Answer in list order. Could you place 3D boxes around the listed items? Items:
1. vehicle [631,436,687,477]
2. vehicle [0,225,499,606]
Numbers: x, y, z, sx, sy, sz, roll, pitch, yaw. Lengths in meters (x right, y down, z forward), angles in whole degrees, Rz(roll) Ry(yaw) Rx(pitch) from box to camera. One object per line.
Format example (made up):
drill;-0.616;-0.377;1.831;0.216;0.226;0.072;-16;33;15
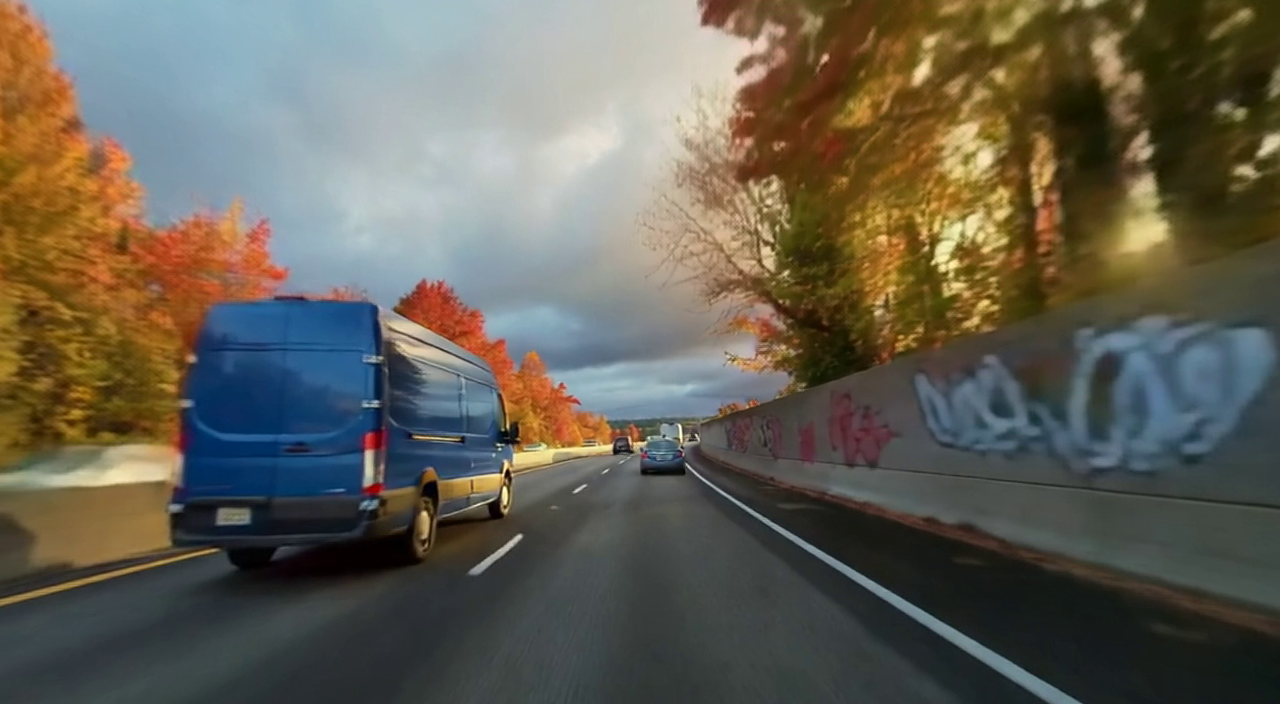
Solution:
vehicle;0.728;4.130;25.119;2.071;1.487;3.948;0;-8;1
vehicle;-3.342;0.771;7.130;2.334;2.769;5.087;0;-8;-1
